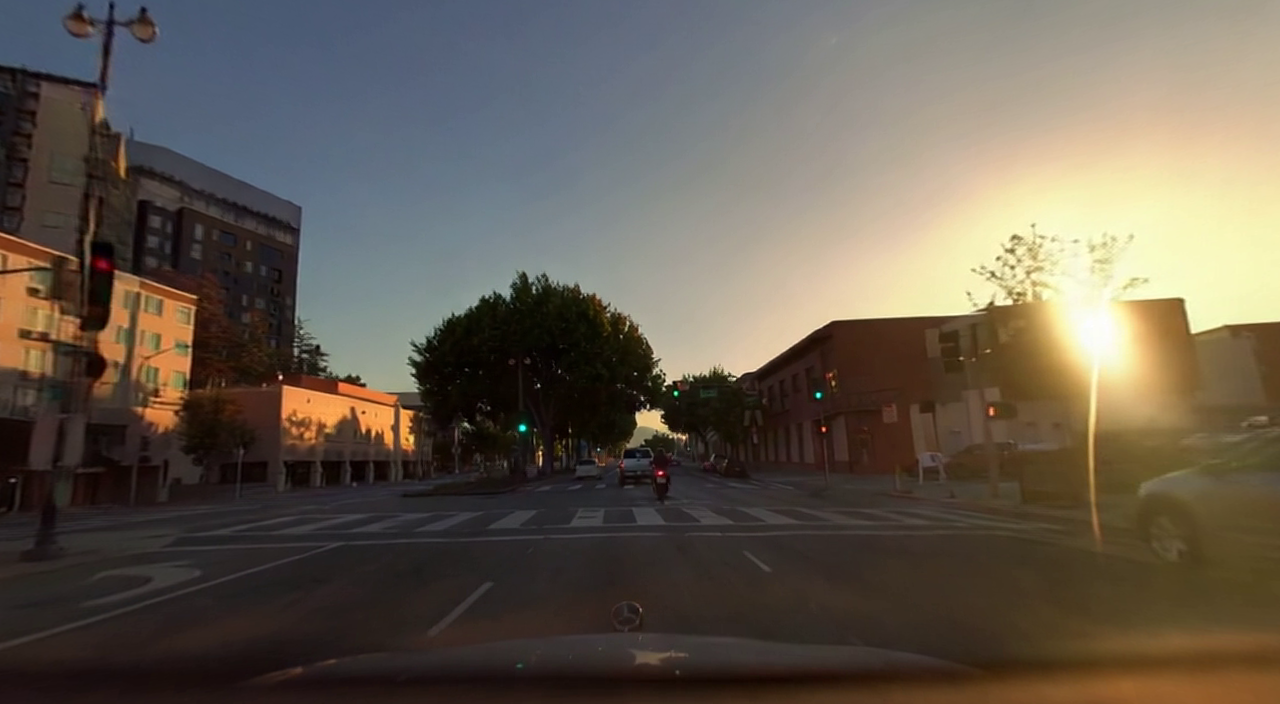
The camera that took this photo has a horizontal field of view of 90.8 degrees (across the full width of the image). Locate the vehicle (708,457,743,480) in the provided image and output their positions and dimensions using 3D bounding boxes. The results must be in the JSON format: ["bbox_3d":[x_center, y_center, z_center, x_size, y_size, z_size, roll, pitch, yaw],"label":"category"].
[{"bbox_3d":[6.688,9.121,49.652,2.069,1.590,4.066,0,-9,-1],"label":"vehicle"}]

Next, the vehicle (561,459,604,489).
[{"bbox_3d":[-3.143,6.747,35.296,2.014,1.470,4.552,0,-9,-1],"label":"vehicle"}]

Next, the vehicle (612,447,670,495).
[{"bbox_3d":[-0.040,4.905,26.464,2.223,1.775,4.250,0,-9,-2],"label":"vehicle"}]

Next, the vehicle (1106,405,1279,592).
[{"bbox_3d":[7.161,1.331,5.642,2.018,1.772,4.968,0,-9,-2],"label":"vehicle"}]
